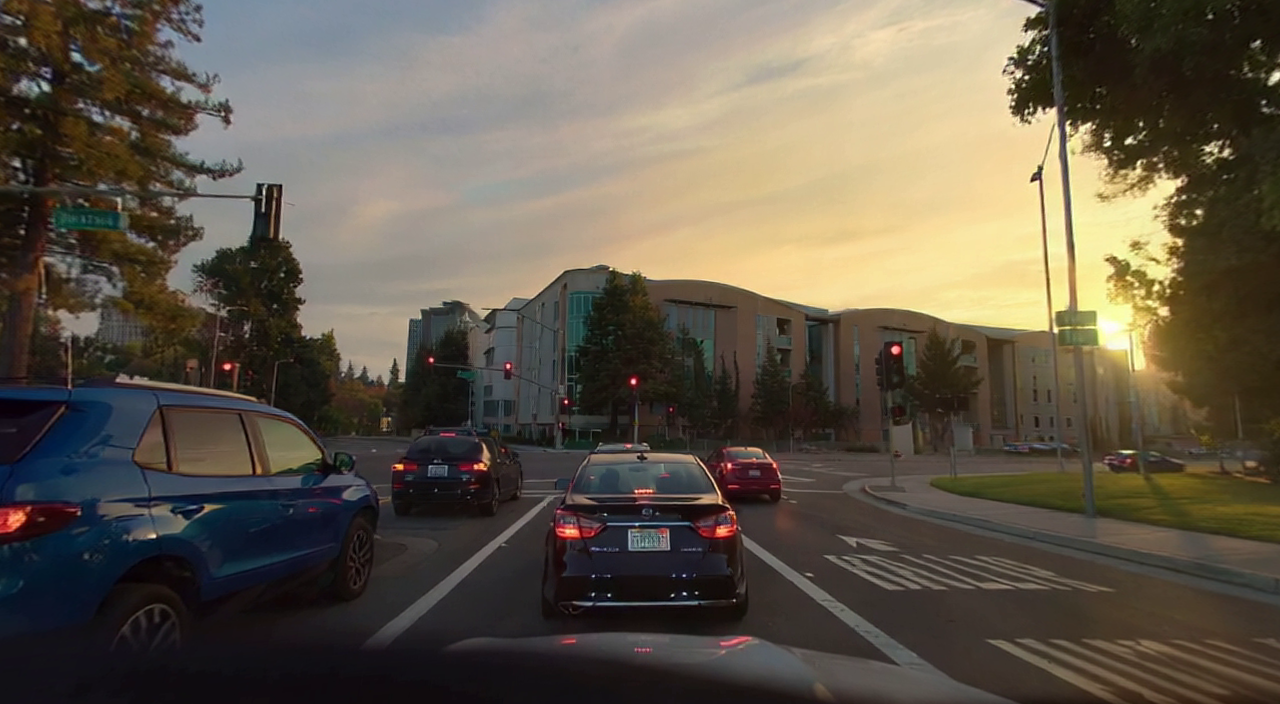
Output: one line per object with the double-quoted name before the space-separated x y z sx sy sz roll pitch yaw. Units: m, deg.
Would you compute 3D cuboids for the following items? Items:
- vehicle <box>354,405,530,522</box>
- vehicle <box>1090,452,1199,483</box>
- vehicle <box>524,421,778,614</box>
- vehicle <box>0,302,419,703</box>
"vehicle" -3.872 2.315 13.694 2.305 1.984 5.586 0 -8 -3
"vehicle" 31.745 7.271 39.901 4.874 1.854 2.230 0 -8 2
"vehicle" -0.061 1.626 7.261 2.001 1.483 4.442 0 -8 -4
"vehicle" -3.142 1.012 4.138 1.924 1.737 4.387 0 -8 -2
